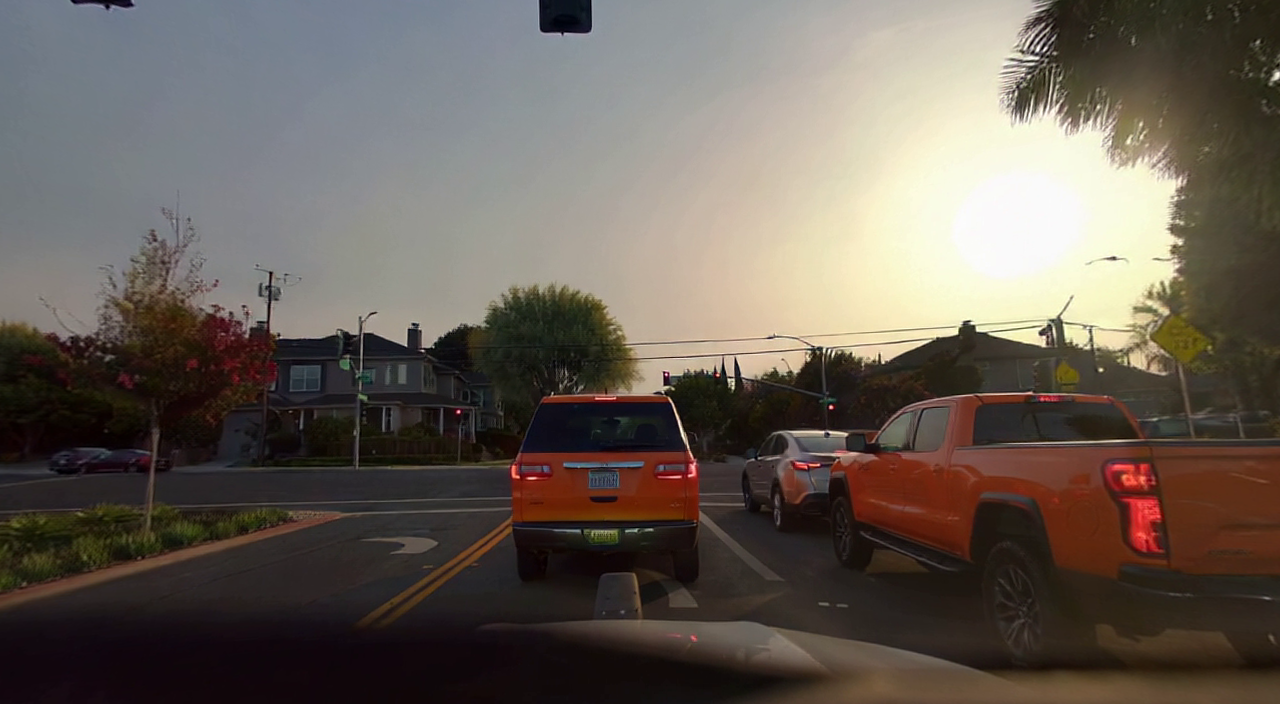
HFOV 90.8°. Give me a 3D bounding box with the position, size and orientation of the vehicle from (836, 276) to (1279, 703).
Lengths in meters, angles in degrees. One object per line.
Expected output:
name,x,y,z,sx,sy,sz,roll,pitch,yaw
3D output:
vehicle,2.977,0.948,3.809,1.886,1.849,5.070,0,-8,-1

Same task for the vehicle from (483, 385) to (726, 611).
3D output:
vehicle,-0.251,1.405,6.785,1.915,1.780,3.379,0,-8,1

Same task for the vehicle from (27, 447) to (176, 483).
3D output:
vehicle,-22.915,4.789,27.063,4.533,1.350,1.714,0,-8,-9

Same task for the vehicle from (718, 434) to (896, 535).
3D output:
vehicle,2.725,2.266,11.527,1.952,1.465,4.421,0,-8,-1
